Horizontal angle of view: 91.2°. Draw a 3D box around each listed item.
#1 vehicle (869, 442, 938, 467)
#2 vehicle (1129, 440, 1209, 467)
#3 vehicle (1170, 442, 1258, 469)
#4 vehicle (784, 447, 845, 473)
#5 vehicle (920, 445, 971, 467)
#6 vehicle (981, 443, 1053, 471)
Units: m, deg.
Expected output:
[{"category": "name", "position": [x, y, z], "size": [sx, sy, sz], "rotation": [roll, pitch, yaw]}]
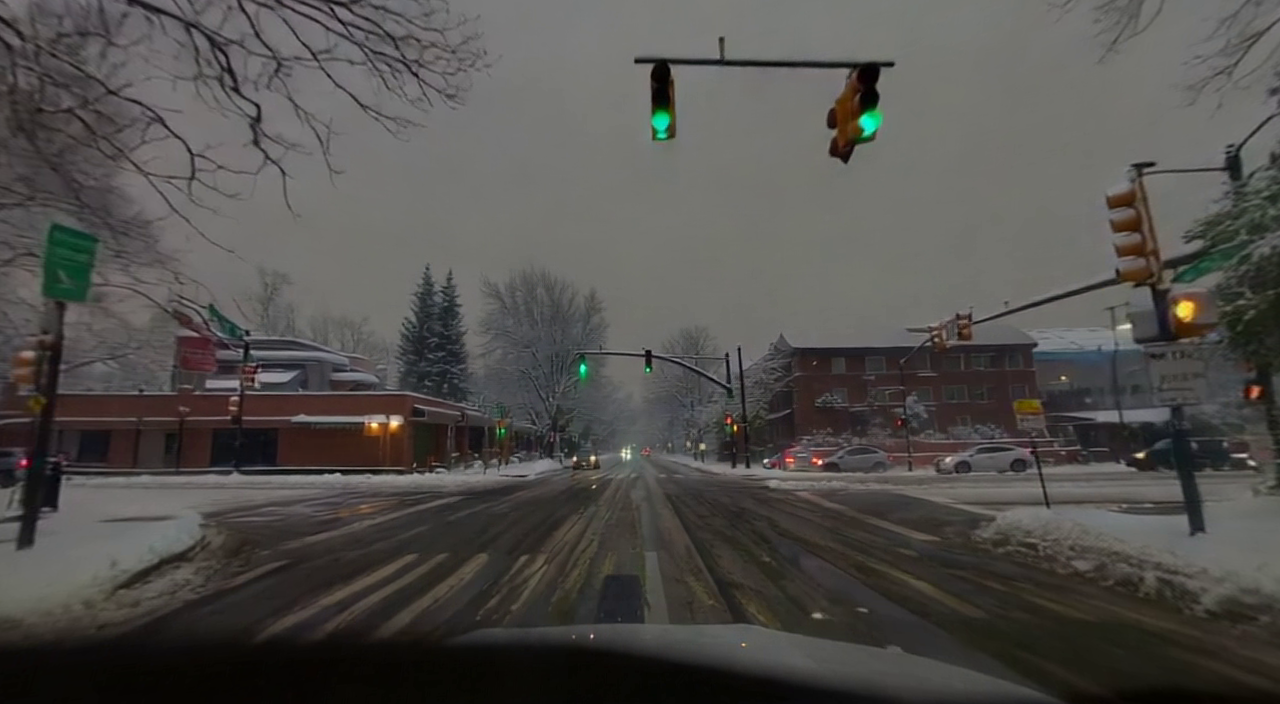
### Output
[{"category": "vehicle", "position": [16.978, 6.587, 40.336], "size": [4.522, 1.546, 1.941], "rotation": [6, -11, -35]}, {"category": "vehicle", "position": [29.067, 5.557, 34.538], "size": [1.591, 1.332, 3.202], "rotation": [-2, -8, 1]}, {"category": "vehicle", "position": [31.443, 5.675, 34.452], "size": [1.612, 1.402, 3.320], "rotation": [-1, -9, 0]}, {"category": "vehicle", "position": [11.157, 6.832, 39.916], "size": [1.955, 1.508, 4.295], "rotation": [-9, -12, 43]}, {"category": "vehicle", "position": [21.869, 7.456, 44.966], "size": [1.923, 1.463, 3.758], "rotation": [-1, -8, 3]}, {"category": "vehicle", "position": [20.957, 5.839, 35.007], "size": [1.851, 1.388, 3.475], "rotation": [0, -7, 1]}]
